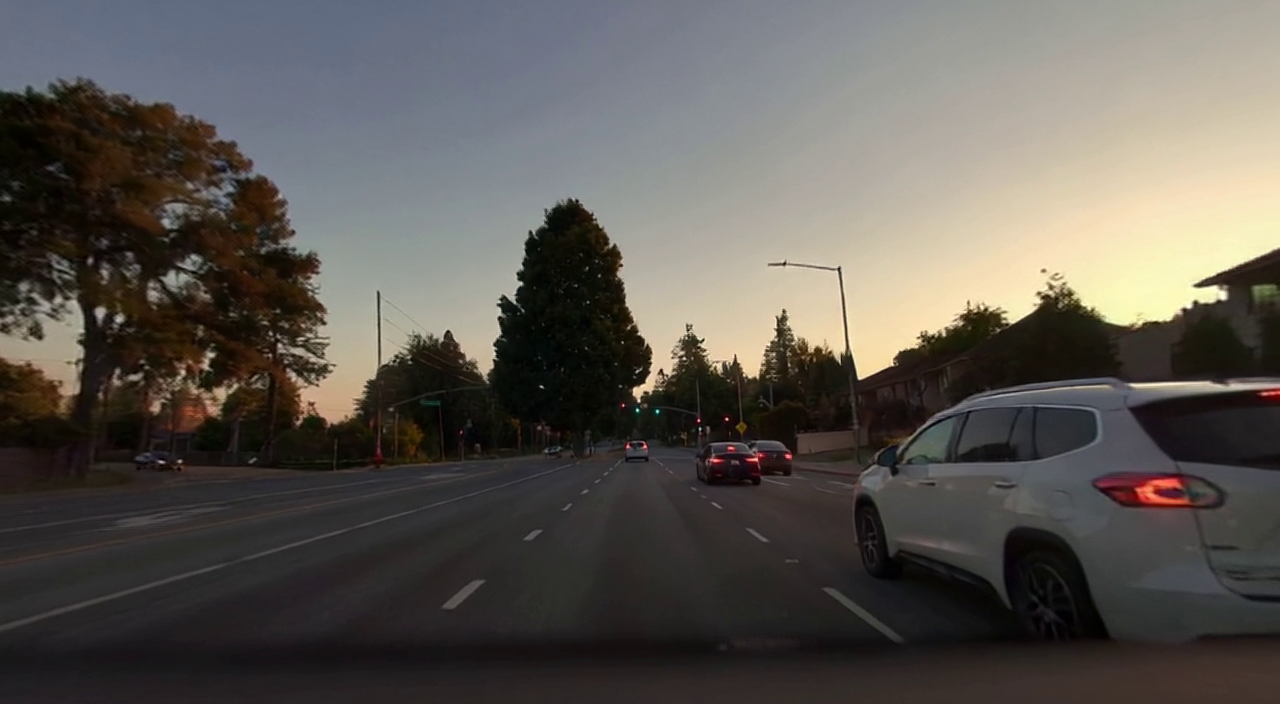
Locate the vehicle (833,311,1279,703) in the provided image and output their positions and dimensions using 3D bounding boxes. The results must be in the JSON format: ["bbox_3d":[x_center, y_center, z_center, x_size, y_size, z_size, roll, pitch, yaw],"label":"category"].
[{"bbox_3d":[3.155,1.065,4.368,2.129,1.761,4.610,0,-9,0],"label":"vehicle"}]

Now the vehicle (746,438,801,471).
[{"bbox_3d":[7.577,5.868,36.258,2.172,1.745,4.608,0,-9,0],"label":"vehicle"}]

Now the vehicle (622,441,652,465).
[{"bbox_3d":[-0.213,7.488,46.649,2.146,1.685,4.003,0,-9,0],"label":"vehicle"}]

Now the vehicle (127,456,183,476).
[{"bbox_3d":[-38.451,8.989,49.836,4.260,1.501,1.892,-5,-10,30],"label":"vehicle"}]

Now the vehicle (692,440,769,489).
[{"bbox_3d":[2.933,3.739,21.272,1.889,1.451,4.180,0,-9,-1],"label":"vehicle"}]
